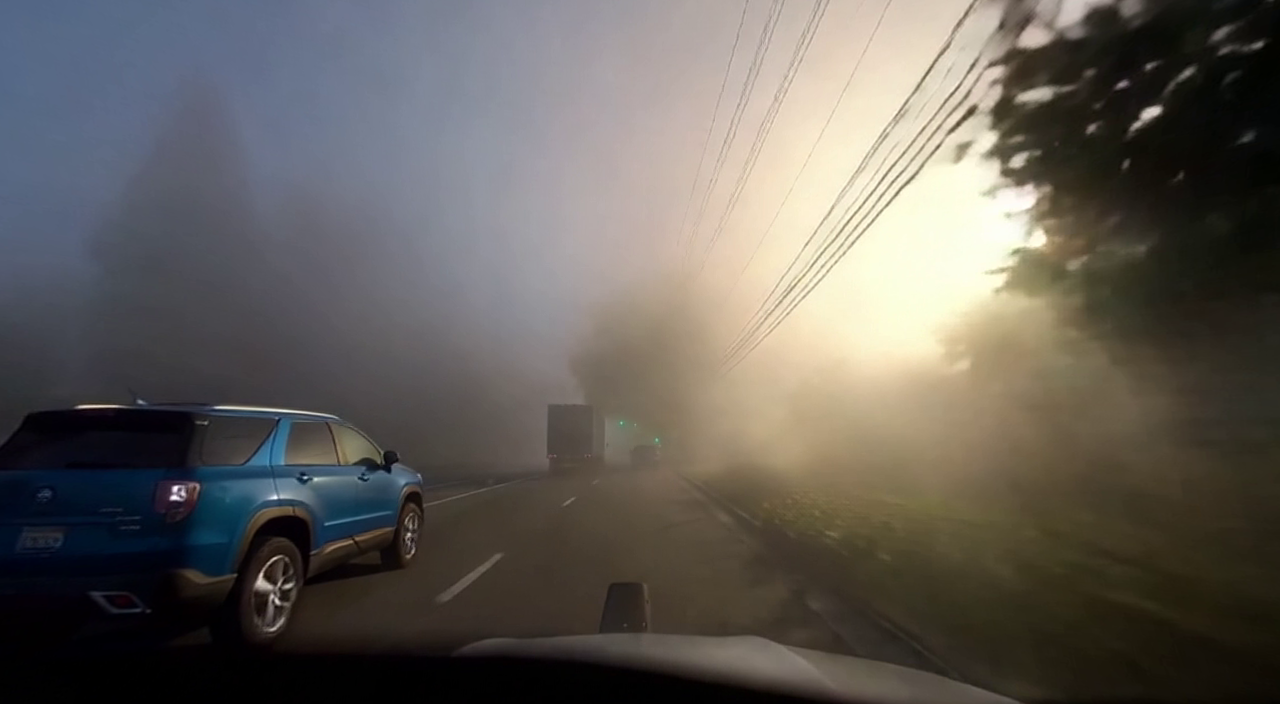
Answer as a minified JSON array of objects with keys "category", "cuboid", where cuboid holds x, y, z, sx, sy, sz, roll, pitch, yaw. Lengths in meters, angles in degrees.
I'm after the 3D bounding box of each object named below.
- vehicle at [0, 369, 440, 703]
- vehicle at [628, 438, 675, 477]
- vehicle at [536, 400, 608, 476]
[{"category":"vehicle","cuboid":[-3.632,1.341,5.663,2.093,1.832,4.508,0,-9,1]},{"category":"vehicle","cuboid":[0.548,5.156,30.971,2.174,1.749,4.113,0,-9,1]},{"category":"vehicle","cuboid":[-3.526,4.869,35.203,2.928,3.658,8.980,0,-9,0]}]
